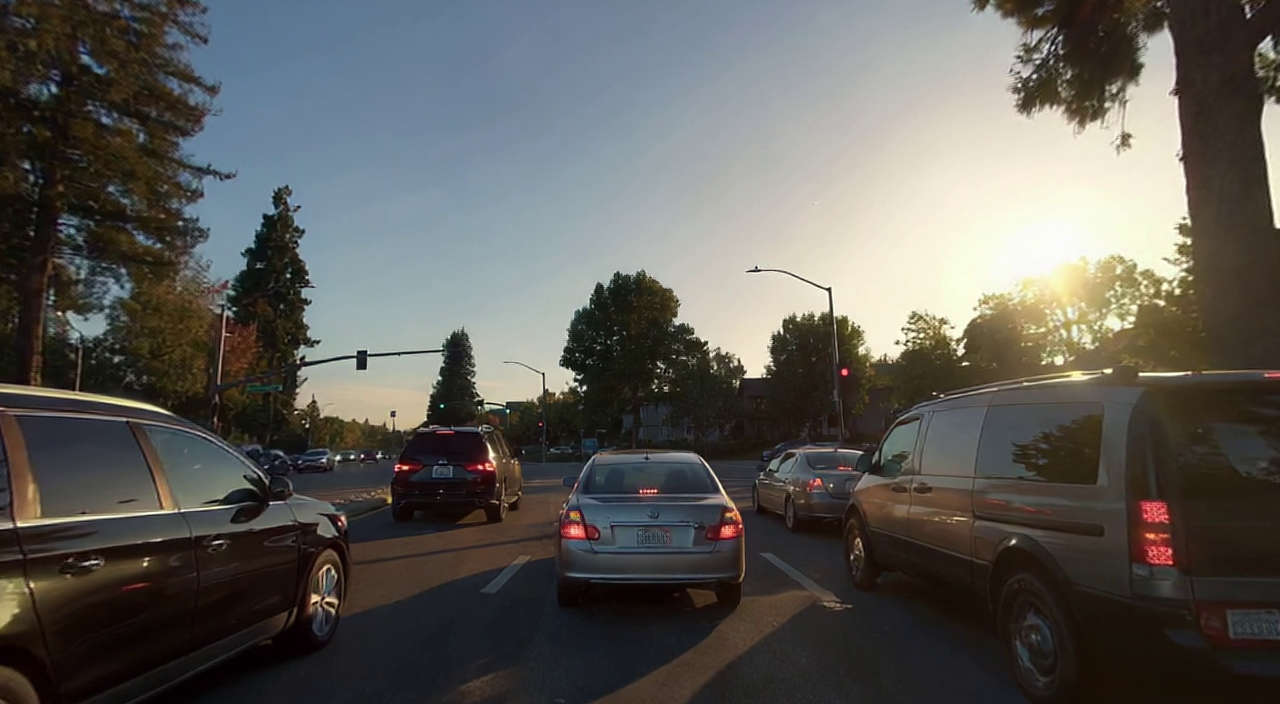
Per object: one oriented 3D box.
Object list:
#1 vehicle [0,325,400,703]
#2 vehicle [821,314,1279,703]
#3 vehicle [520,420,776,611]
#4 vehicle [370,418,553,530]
[{"bbox_3d":[-3.126,0.954,3.298,1.982,1.721,4.261,0,-8,1],"label":"vehicle"},{"bbox_3d":[3.215,1.105,4.730,2.141,1.833,4.704,0,-8,-2],"label":"vehicle"},{"bbox_3d":[0.028,1.591,7.033,2.021,1.490,3.948,0,-8,-1],"label":"vehicle"},{"bbox_3d":[-3.189,2.304,12.452,2.117,1.772,4.619,0,-8,2],"label":"vehicle"}]
